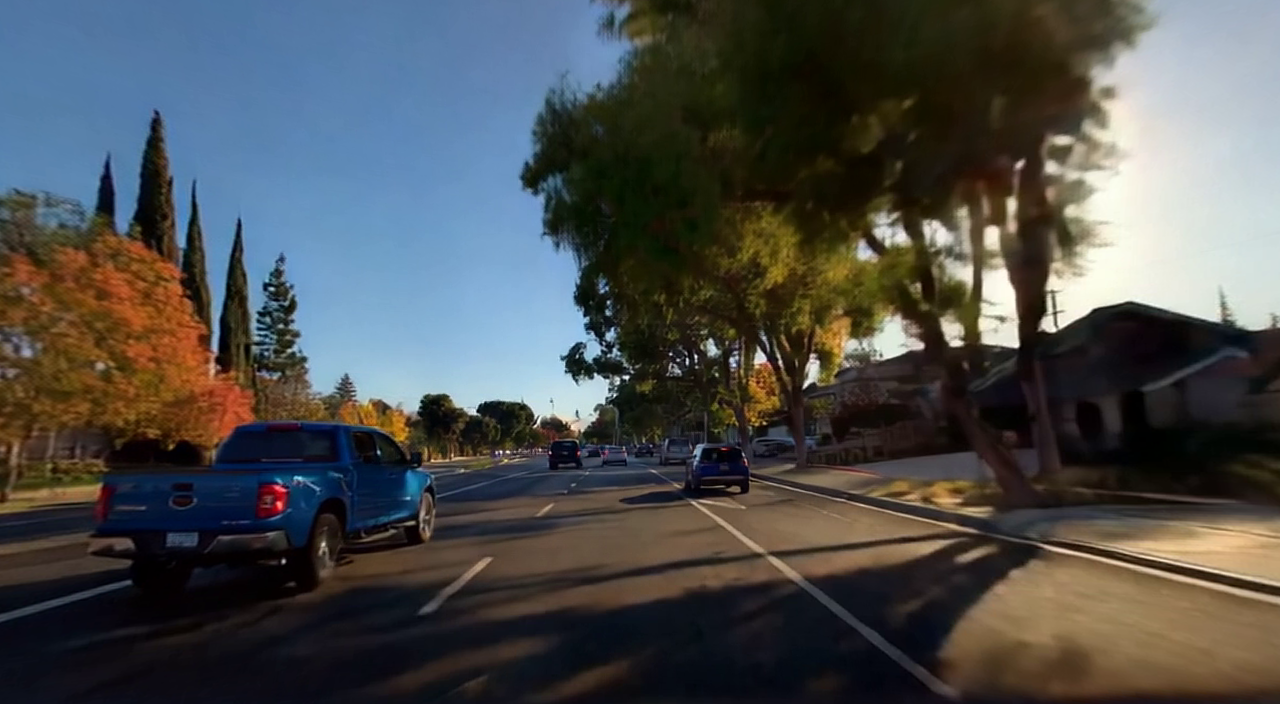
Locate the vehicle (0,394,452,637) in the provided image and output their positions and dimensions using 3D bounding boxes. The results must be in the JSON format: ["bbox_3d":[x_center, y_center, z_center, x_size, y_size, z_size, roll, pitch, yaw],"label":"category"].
[{"bbox_3d":[-4.006,1.560,7.266,2.111,1.745,5.274,0,-8,-1],"label":"vehicle"}]

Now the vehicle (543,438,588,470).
[{"bbox_3d":[-4.400,6.098,37.978,2.218,1.829,4.492,0,-8,-1],"label":"vehicle"}]

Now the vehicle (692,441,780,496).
[{"bbox_3d":[2.764,3.439,19.132,1.884,1.463,4.195,0,-8,-2],"label":"vehicle"}]

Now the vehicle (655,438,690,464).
[{"bbox_3d":[2.374,7.320,46.922,2.099,1.845,4.363,0,-8,-3],"label":"vehicle"}]
